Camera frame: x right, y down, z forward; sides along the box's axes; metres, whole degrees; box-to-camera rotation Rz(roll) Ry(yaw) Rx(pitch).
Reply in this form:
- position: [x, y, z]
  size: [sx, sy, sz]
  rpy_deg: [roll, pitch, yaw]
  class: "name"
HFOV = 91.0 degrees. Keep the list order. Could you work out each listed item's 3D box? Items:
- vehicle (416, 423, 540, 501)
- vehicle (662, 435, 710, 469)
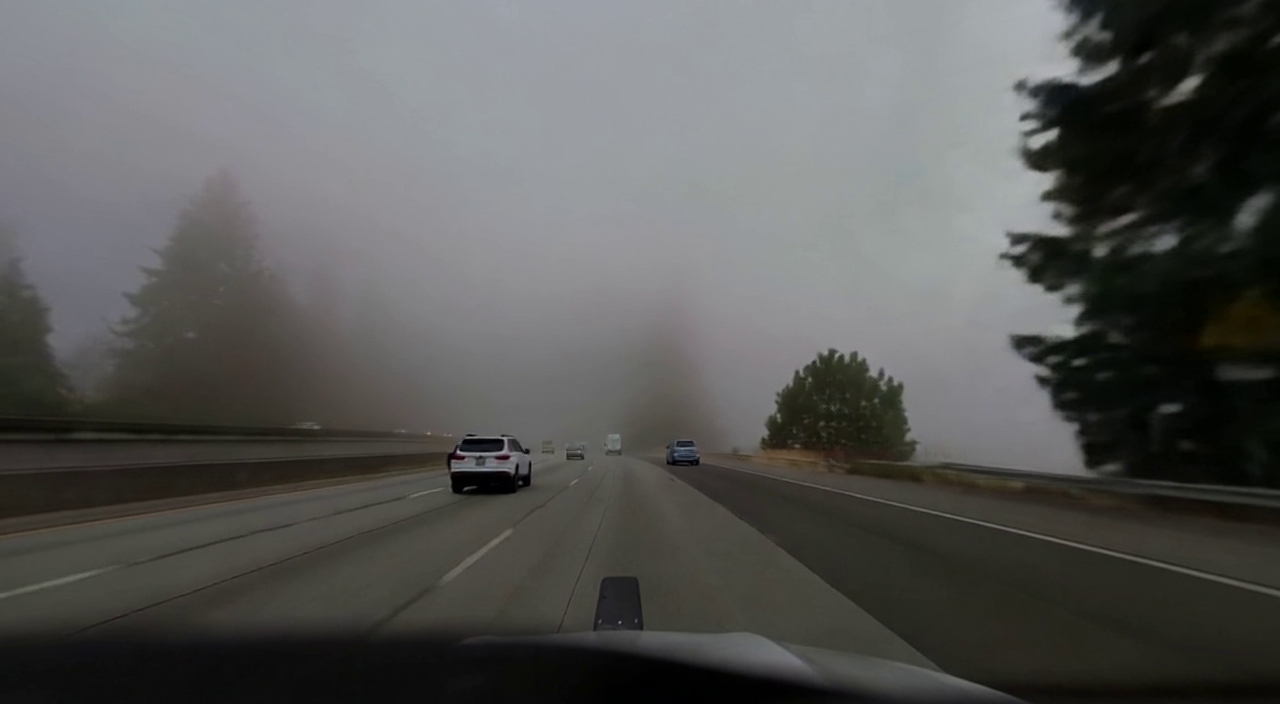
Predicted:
- position: [-3.882, 2.728, 15.924]
  size: [2.002, 1.680, 4.301]
  rpy_deg: [0, -9, 0]
  class: "vehicle"
- position: [2.418, 5.425, 34.080]
  size: [2.053, 1.698, 4.097]
  rpy_deg: [1, -9, -3]
  class: "vehicle"
